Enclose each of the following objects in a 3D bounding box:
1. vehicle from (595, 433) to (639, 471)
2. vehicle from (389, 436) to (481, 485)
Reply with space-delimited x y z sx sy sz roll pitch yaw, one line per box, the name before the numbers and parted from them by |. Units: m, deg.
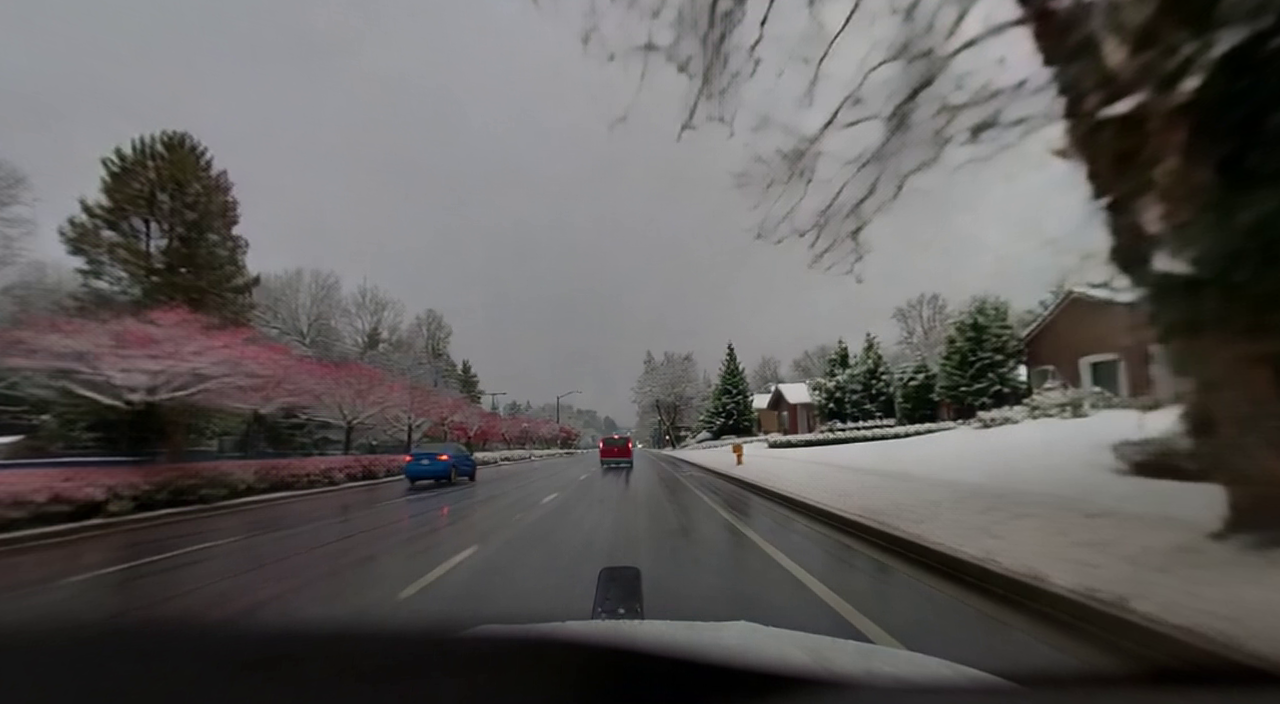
vehicle | -1.077 5.051 32.213 2.070 1.764 4.552 0 -8 0
vehicle | -7.678 4.087 24.196 1.993 1.657 4.487 0 -8 0
